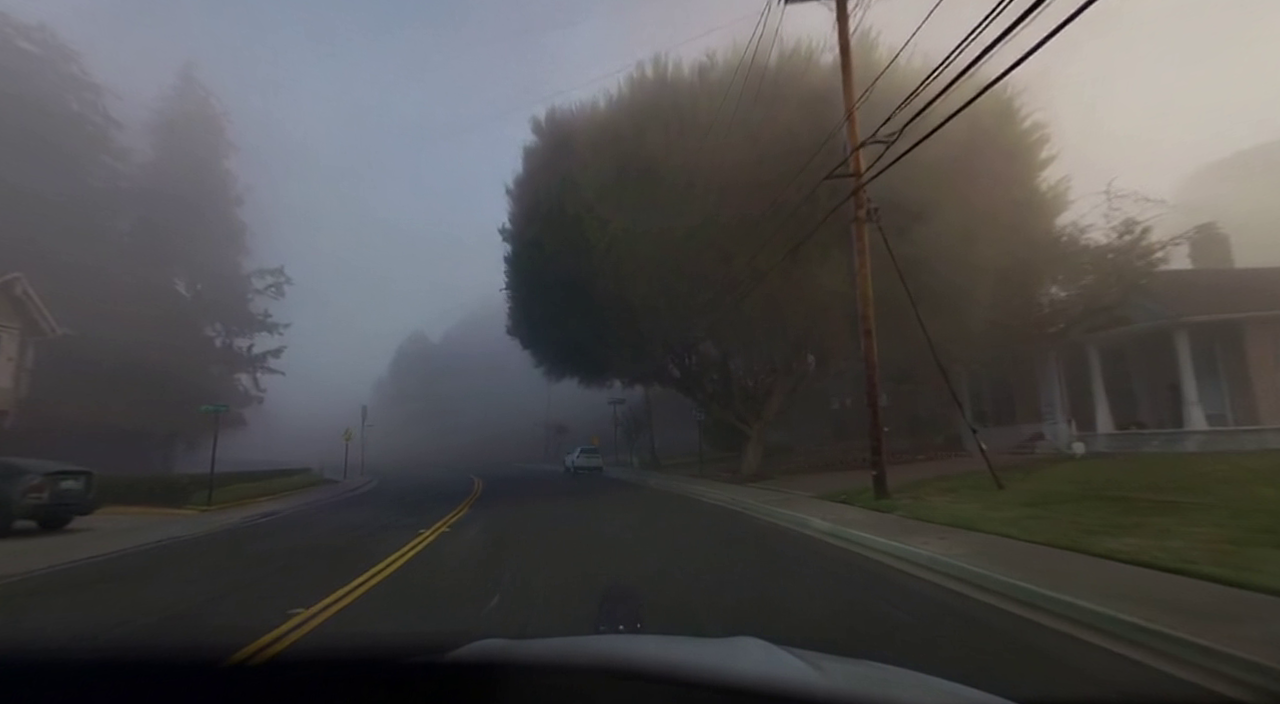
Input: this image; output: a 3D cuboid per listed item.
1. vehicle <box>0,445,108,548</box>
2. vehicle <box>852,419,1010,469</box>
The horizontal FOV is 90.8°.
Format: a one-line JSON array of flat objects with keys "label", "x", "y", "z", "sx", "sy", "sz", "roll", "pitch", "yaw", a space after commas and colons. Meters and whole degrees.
[{"label": "vehicle", "x": -13.152, "y": 2.668, "z": 11.984, "sx": 4.321, "sy": 1.772, "sz": 2.161, "roll": -1, "pitch": -8, "yaw": 7}, {"label": "vehicle", "x": 10.084, "y": 3.242, "z": 22.235, "sx": 4.566, "sy": 1.623, "sz": 1.906, "roll": -1, "pitch": -8, "yaw": 5}]
